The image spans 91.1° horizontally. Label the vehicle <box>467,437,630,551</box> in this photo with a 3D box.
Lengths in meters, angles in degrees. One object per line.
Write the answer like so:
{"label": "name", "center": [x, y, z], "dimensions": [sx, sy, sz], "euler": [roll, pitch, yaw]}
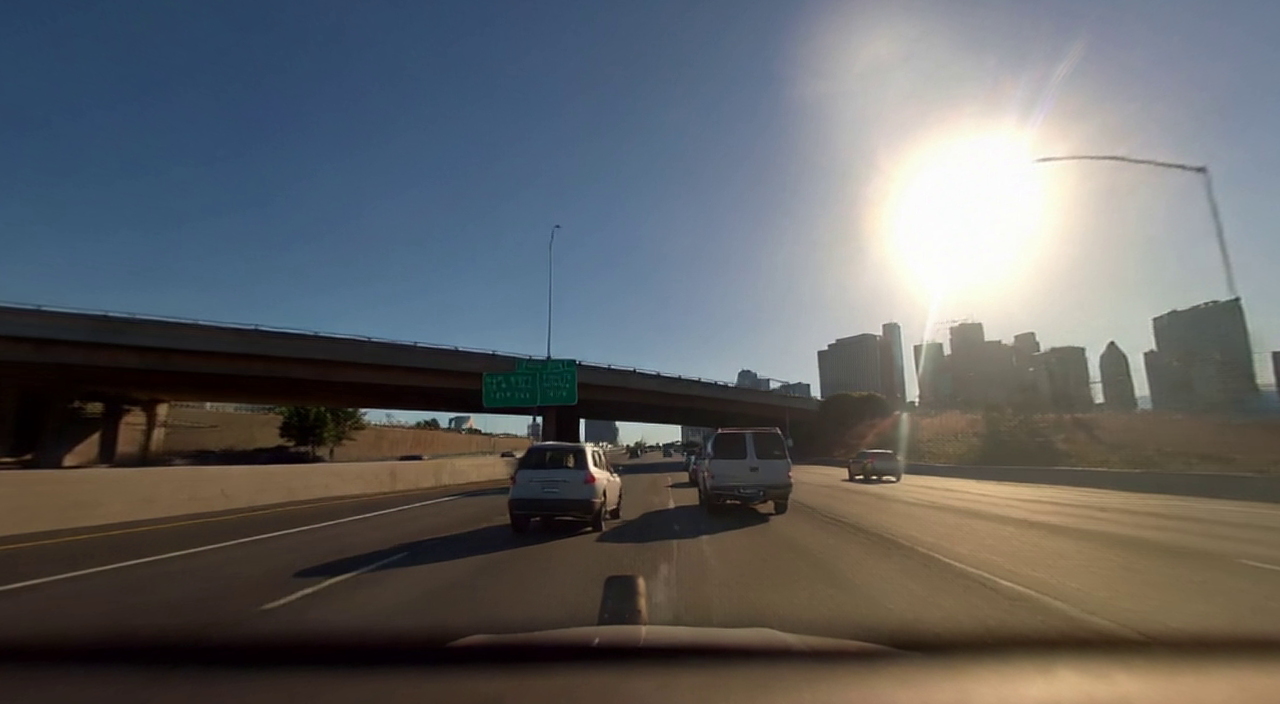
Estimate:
{"label": "vehicle", "center": [-1.385, 2.406, 11.368], "dimensions": [2.099, 1.640, 4.134], "euler": [-1, -9, 3]}

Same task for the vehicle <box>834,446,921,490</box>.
{"label": "vehicle", "center": [10.292, 5.038, 27.662], "dimensions": [2.133, 1.770, 4.537], "euler": [0, -9, 2]}

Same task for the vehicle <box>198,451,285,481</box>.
{"label": "vehicle", "center": [-23.452, 6.707, 37.159], "dimensions": [1.978, 1.605, 4.626], "euler": [0, -9, 2]}

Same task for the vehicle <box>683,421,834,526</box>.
{"label": "vehicle", "center": [2.541, 2.851, 15.416], "dimensions": [2.732, 2.065, 5.826], "euler": [0, -9, 2]}
